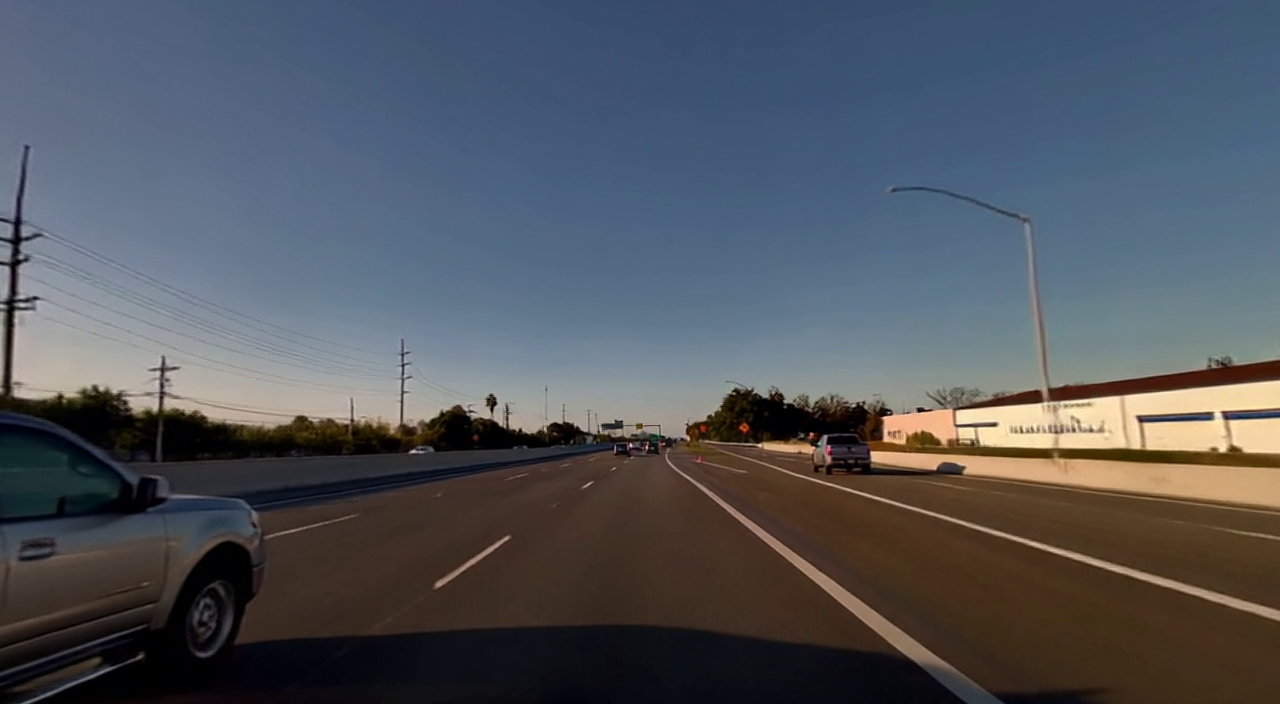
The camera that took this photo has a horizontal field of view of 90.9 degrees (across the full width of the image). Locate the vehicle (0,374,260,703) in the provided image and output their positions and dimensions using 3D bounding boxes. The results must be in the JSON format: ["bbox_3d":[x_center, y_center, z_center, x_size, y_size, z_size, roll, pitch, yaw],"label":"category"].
[{"bbox_3d":[-3.603,0.828,2.004,2.001,1.619,4.445,0,-8,0],"label":"vehicle"}]

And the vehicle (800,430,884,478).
[{"bbox_3d":[8.495,4.355,27.104,2.186,1.840,5.289,-1,-8,4],"label":"vehicle"}]
